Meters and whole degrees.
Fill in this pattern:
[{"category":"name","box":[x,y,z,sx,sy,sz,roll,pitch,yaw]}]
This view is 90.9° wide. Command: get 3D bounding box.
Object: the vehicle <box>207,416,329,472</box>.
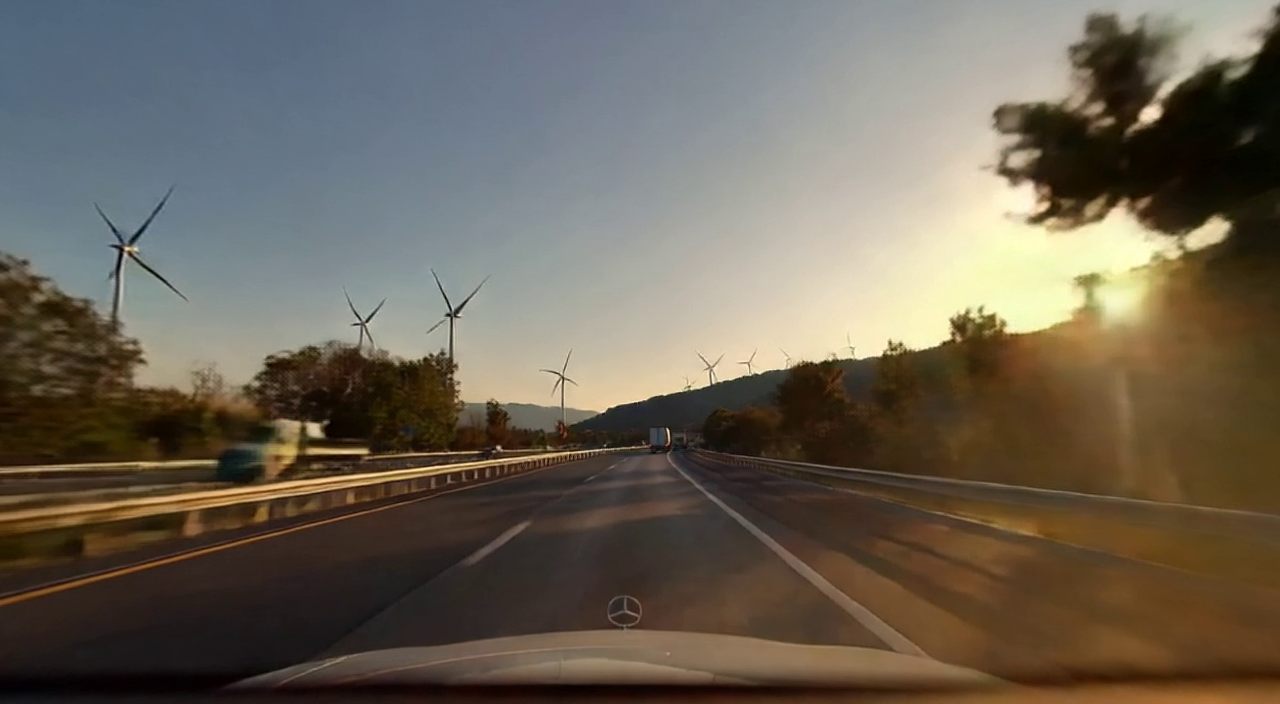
[{"category":"vehicle","box":[-16.709,4.214,28.737,2.169,2.282,5.319,0,-9,1]}]
